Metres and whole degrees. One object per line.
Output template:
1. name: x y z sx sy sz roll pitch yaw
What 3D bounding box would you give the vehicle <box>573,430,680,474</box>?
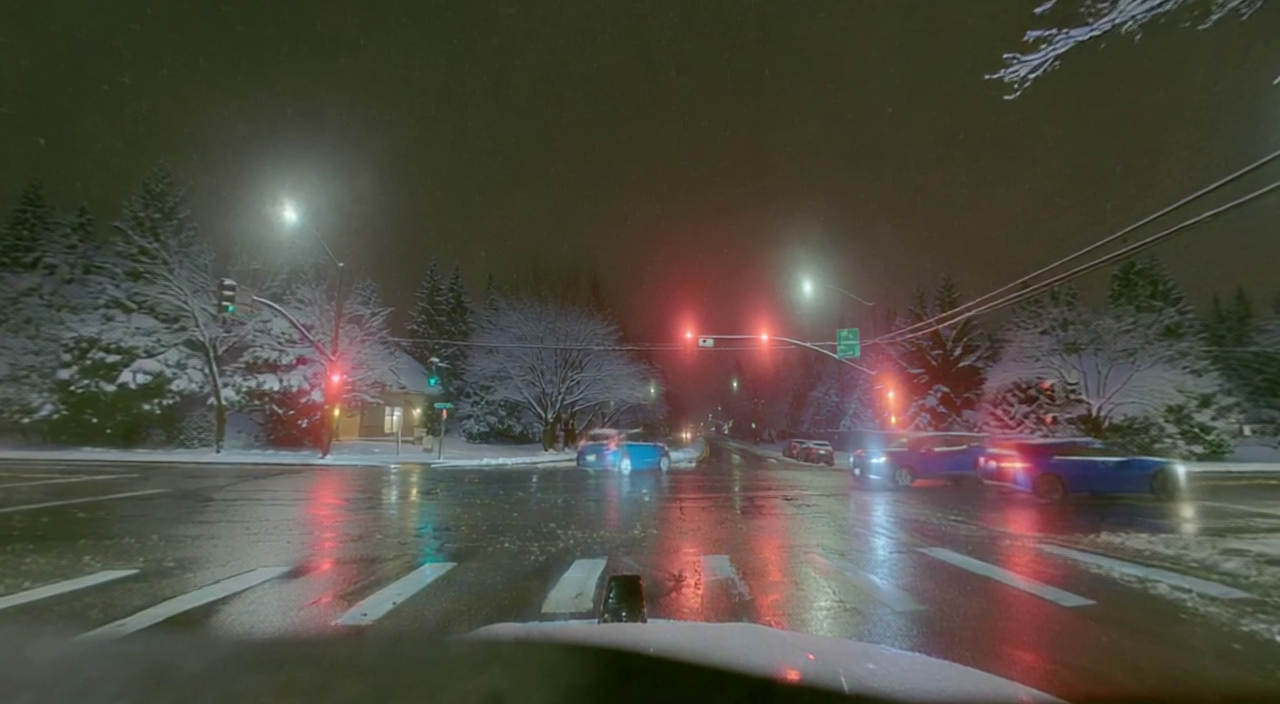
1. vehicle: -0.532 4.316 27.293 4.346 1.753 1.994 7 -11 -40

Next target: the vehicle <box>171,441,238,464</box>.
1. vehicle: -29.105 6.699 42.040 1.696 1.431 3.686 -1 -8 3

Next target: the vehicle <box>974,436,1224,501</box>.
1. vehicle: 11.891 3.029 16.545 5.000 1.559 1.960 0 -8 0

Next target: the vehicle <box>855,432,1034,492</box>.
1. vehicle: 9.591 3.463 20.059 4.580 1.768 2.134 0 -8 -3
